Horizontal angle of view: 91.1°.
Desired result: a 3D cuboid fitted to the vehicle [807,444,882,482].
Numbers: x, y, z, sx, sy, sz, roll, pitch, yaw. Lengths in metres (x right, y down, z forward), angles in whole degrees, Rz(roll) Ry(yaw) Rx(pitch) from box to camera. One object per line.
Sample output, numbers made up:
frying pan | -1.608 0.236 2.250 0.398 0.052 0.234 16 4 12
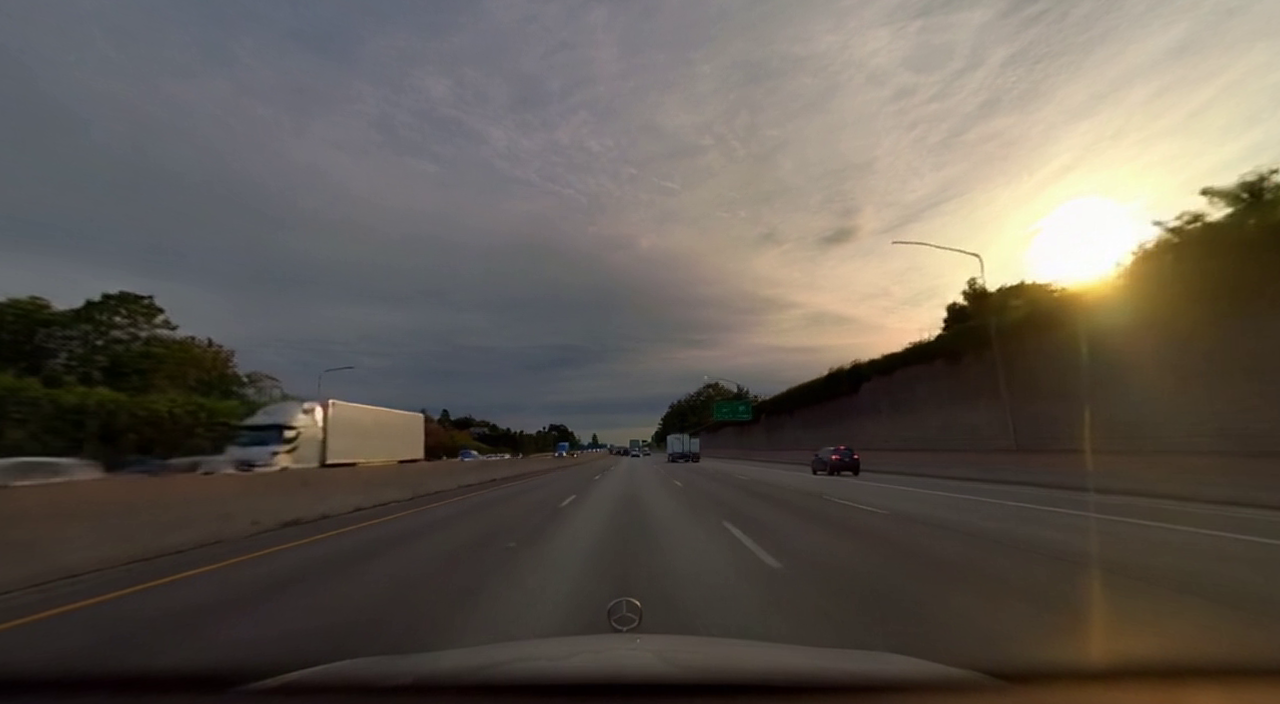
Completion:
vehicle | 9.704 5.297 30.288 1.950 1.632 4.845 0 -9 0

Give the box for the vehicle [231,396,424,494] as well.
vehicle | -16.670 5.329 35.796 3.679 4.369 14.373 0 -9 0

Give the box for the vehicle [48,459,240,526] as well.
vehicle | -13.384 3.776 17.343 2.084 1.517 3.896 0 -9 0
